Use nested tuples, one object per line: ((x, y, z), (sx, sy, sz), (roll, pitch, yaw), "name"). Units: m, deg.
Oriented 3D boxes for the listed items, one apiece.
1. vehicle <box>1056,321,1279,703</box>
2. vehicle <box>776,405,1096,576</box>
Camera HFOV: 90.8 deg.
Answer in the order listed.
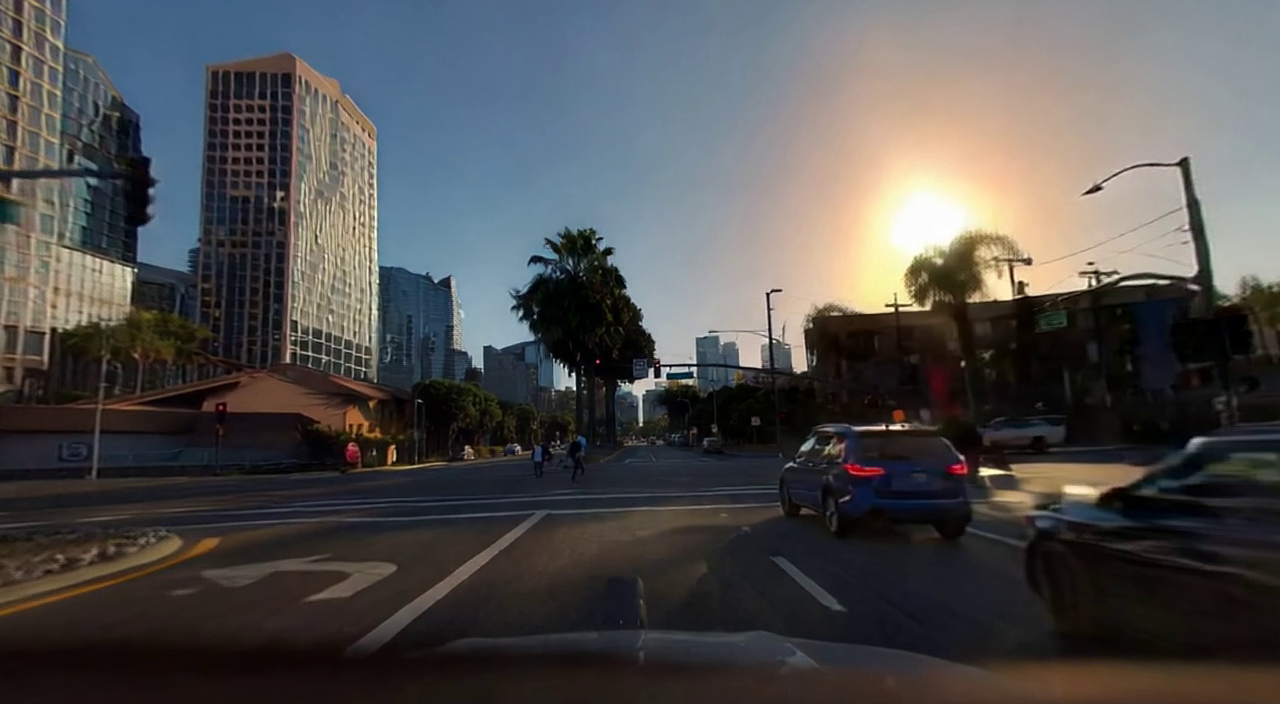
((3.643, 0.594, 1.491), (2.060, 1.756, 4.770), (0, -8, 0), "vehicle")
((3.330, 1.646, 8.260), (2.060, 1.631, 4.169), (0, -9, -1), "vehicle")
